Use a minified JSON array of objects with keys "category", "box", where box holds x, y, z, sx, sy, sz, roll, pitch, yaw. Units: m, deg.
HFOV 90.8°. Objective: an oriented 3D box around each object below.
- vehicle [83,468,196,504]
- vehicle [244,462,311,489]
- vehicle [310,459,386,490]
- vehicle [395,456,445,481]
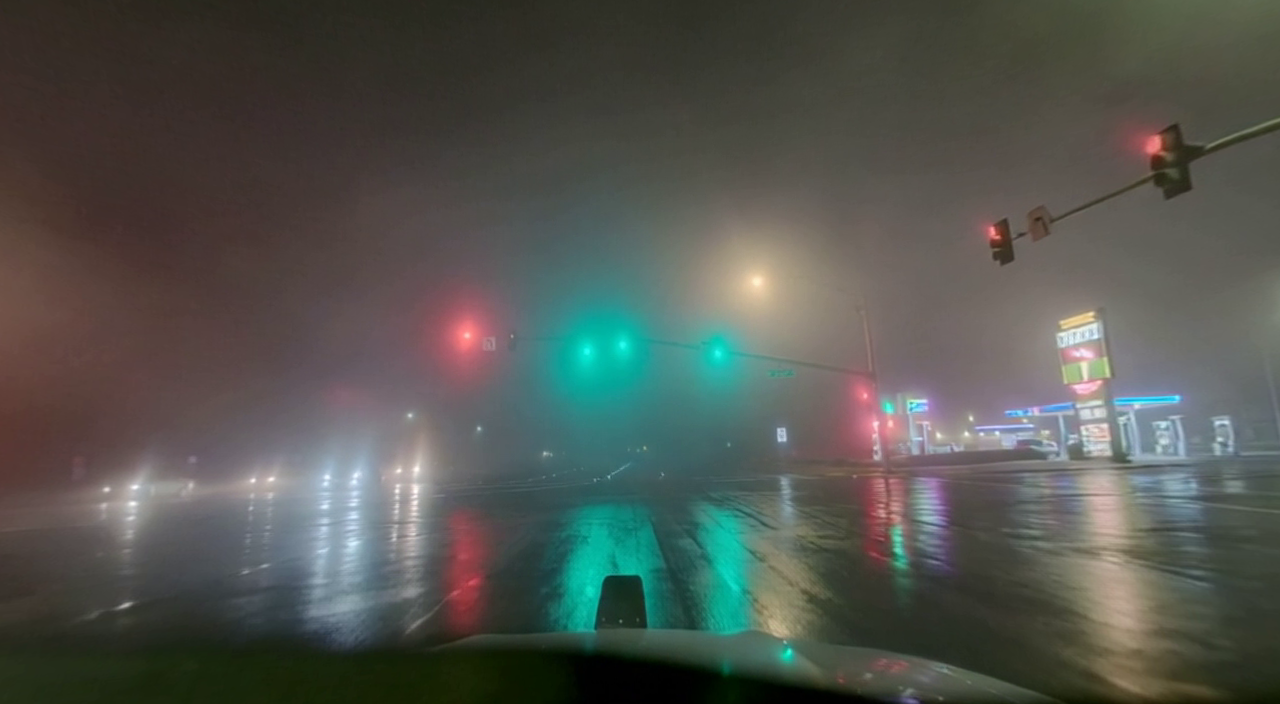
[{"category":"vehicle","box":[-24.590,6.580,31.313,1.895,1.483,4.790,0,-9,-3]},{"category":"vehicle","box":[-24.889,8.479,43.604,2.098,1.684,4.388,0,-9,-2]},{"category":"vehicle","box":[-15.325,6.447,33.403,1.920,1.434,4.328,0,-9,0]},{"category":"vehicle","box":[-15.445,8.200,44.608,2.053,1.598,4.336,0,-9,-1]}]
